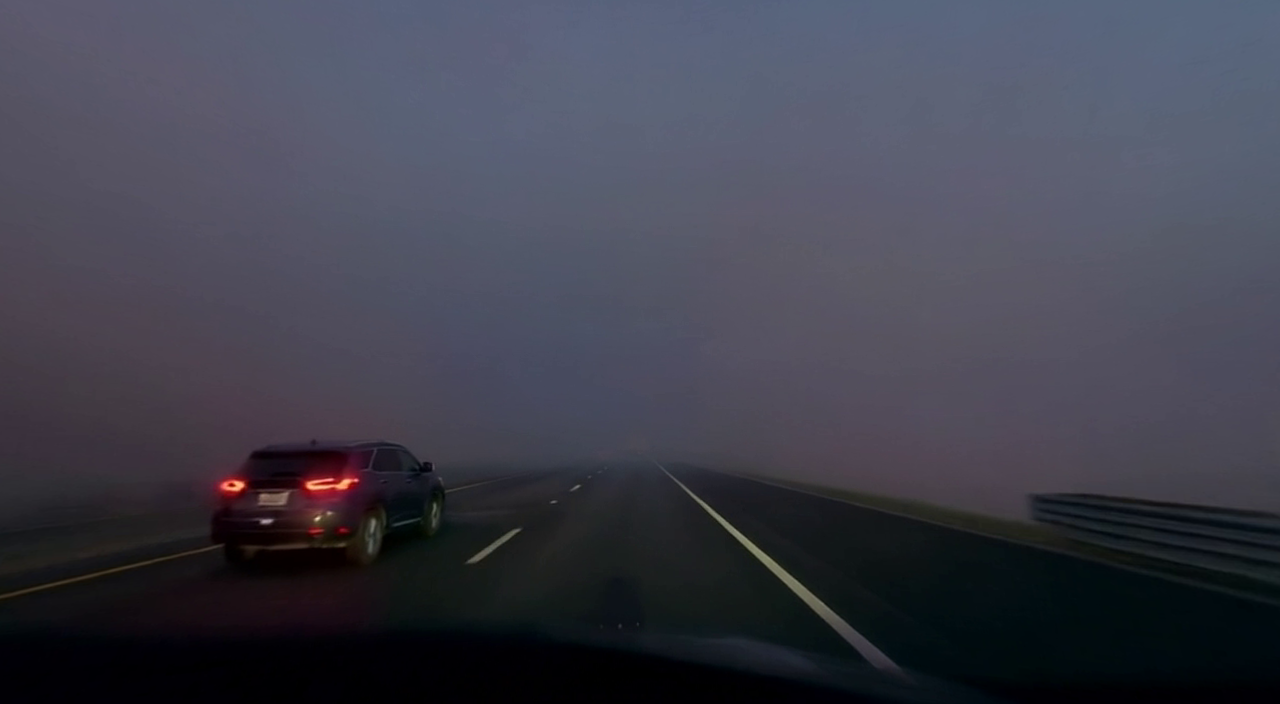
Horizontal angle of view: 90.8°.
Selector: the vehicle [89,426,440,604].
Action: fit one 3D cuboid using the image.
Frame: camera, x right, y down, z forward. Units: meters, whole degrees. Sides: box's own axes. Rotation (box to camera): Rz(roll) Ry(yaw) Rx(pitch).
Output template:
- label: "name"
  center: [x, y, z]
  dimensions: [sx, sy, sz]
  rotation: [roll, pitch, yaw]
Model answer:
- label: "vehicle"
  center: [-4.137, 1.827, 7.959]
  dimensions: [1.844, 1.620, 4.142]
  rotation: [0, -9, 0]
